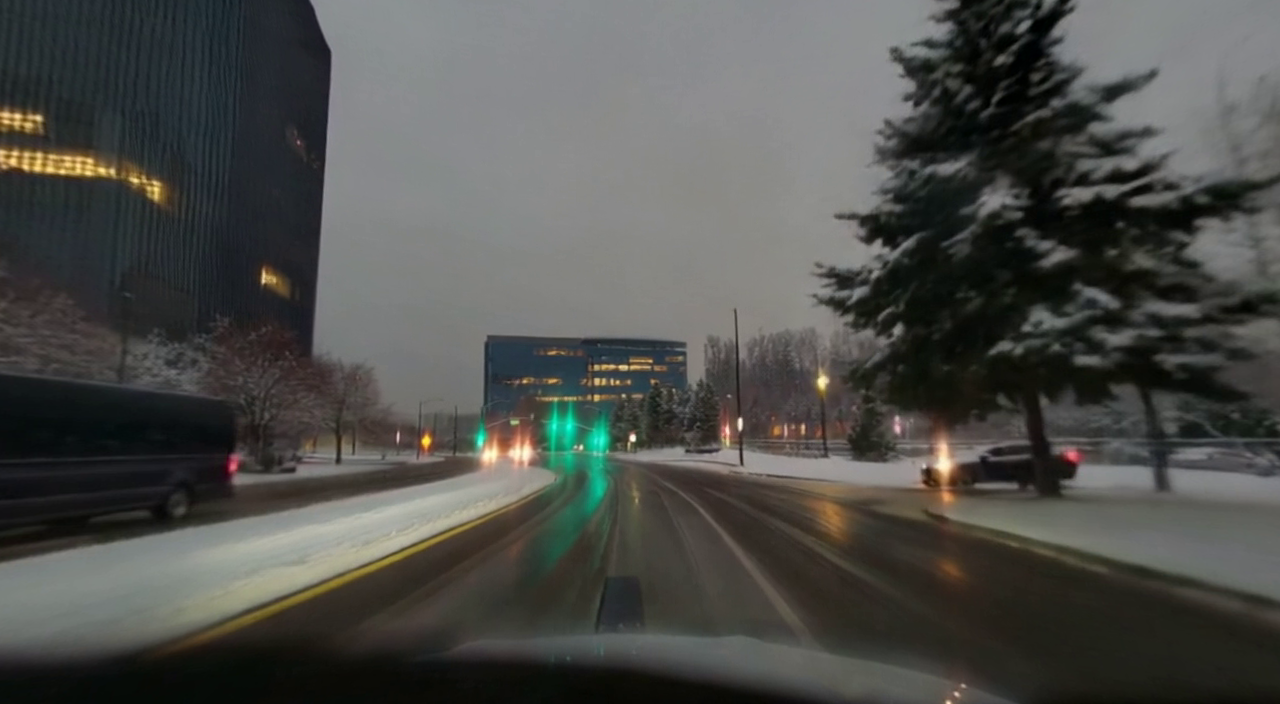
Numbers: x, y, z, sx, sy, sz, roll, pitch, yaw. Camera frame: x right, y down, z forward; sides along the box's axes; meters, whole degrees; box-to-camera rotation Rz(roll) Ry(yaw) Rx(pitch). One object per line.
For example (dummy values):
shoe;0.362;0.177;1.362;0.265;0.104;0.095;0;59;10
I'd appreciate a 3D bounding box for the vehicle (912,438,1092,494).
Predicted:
vehicle;11.917;3.774;21.052;4.728;1.696;1.973;0;-9;6

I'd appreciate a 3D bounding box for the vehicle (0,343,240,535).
vehicle;-13.663;1.878;13.499;3.052;3.601;10.794;0;-9;0
